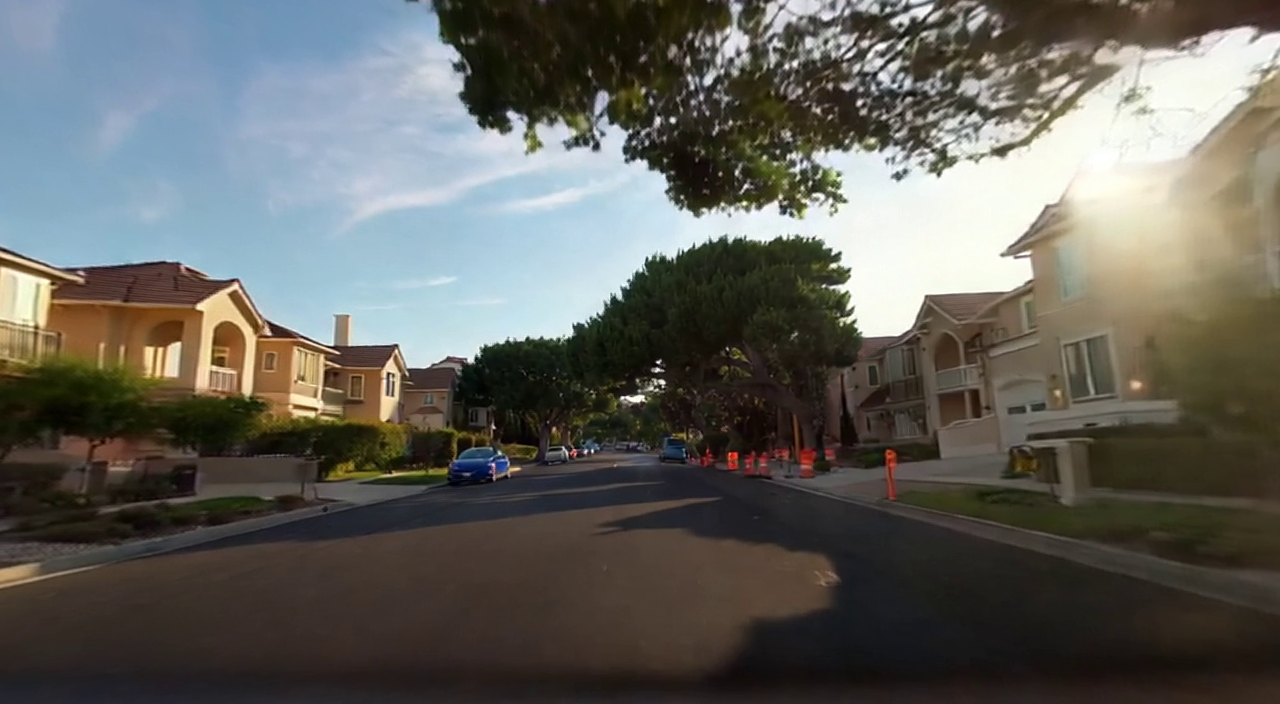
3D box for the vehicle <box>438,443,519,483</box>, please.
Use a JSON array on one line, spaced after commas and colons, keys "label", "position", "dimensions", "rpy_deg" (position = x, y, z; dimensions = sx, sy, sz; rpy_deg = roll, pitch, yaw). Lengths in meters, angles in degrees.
[{"label": "vehicle", "position": [-6.624, 4.604, 26.456], "dimensions": [2.137, 1.481, 4.503], "rpy_deg": [0, -9, 1]}]
